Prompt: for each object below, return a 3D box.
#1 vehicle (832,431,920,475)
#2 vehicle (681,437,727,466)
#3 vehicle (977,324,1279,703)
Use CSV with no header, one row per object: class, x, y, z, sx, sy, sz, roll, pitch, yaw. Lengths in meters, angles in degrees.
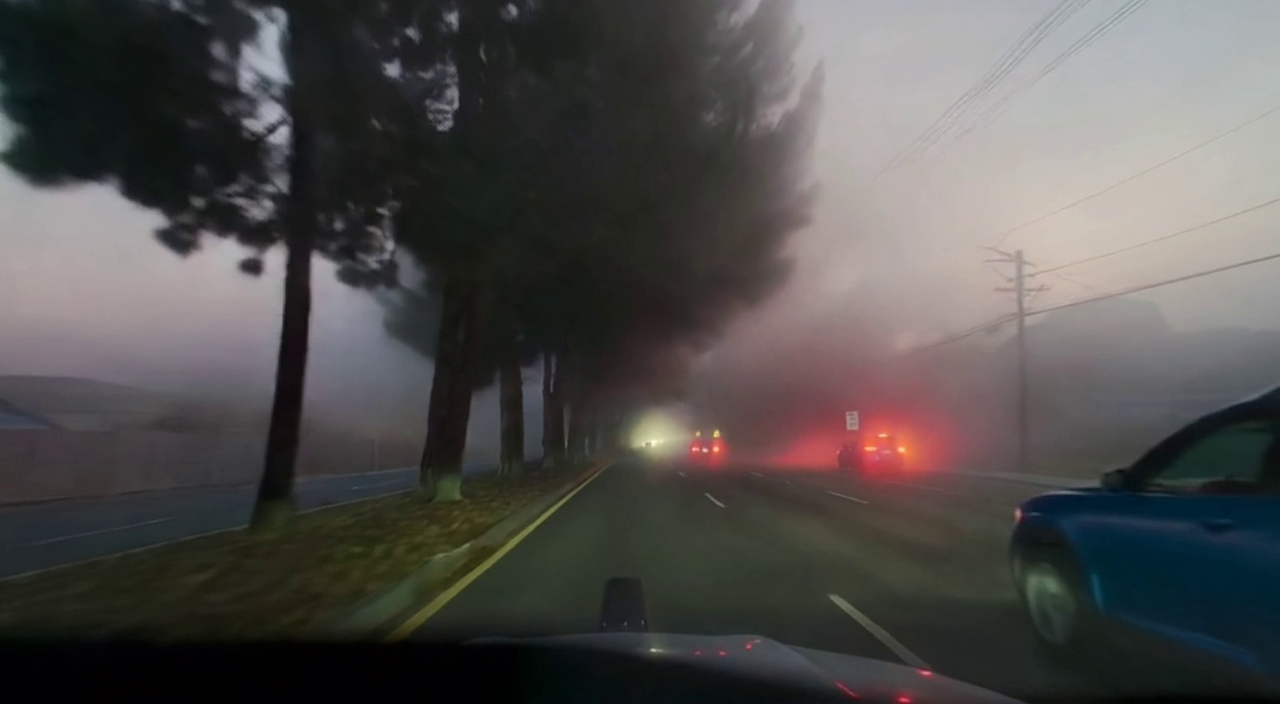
vehicle,9.936,4.294,26.942,1.978,1.700,4.461,0,-8,0
vehicle,3.489,5.508,34.952,2.063,1.481,4.247,0,-8,0
vehicle,3.626,0.757,2.376,2.176,1.752,4.628,0,-8,1
